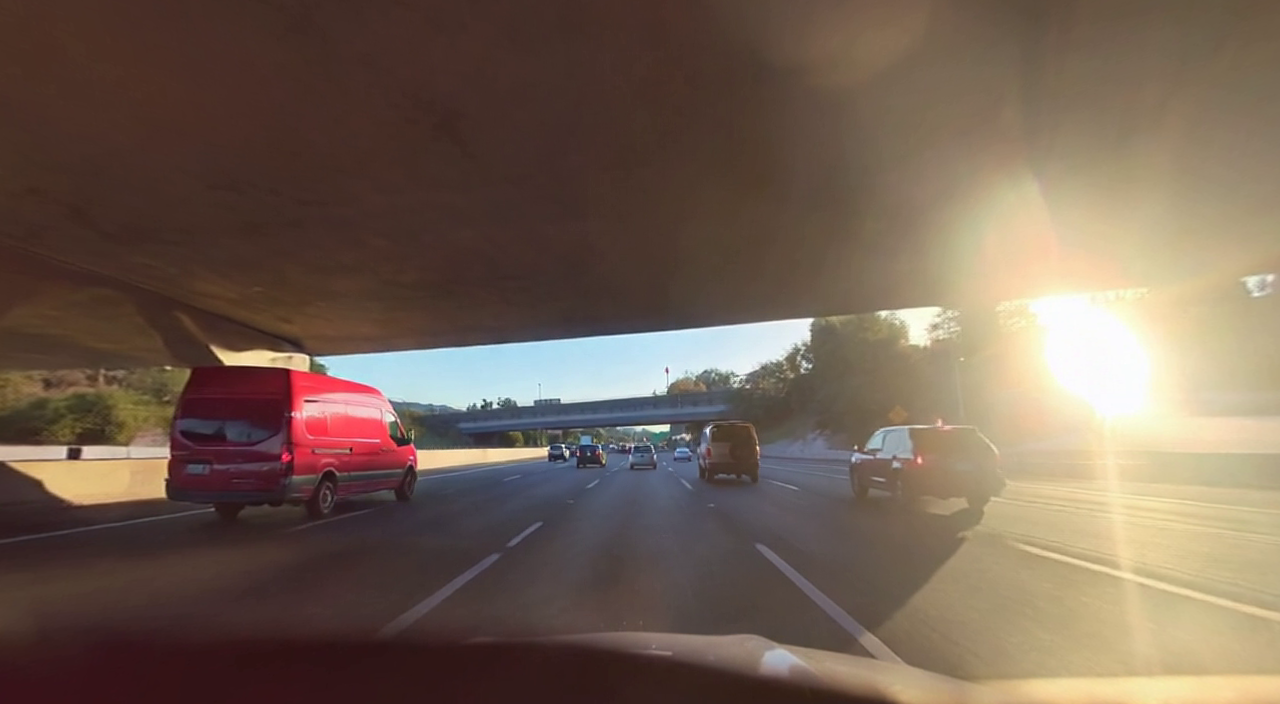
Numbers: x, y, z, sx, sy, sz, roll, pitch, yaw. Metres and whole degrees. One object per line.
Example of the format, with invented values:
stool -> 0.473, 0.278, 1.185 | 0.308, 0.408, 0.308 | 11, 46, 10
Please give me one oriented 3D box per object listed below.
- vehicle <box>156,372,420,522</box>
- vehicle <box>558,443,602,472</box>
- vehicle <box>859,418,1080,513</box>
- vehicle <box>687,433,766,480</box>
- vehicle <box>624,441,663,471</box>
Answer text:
vehicle -> -7.512, 2.185, 14.707 | 2.336, 2.708, 6.421 | 0, -8, 1
vehicle -> -3.280, 5.878, 35.384 | 1.970, 1.483, 4.071 | 0, -8, 2
vehicle -> 7.482, 2.653, 15.306 | 2.304, 1.840, 5.706 | 0, -8, 0
vehicle -> 3.707, 4.665, 28.407 | 2.777, 1.895, 5.710 | 0, -8, 0
vehicle -> 0.189, 5.996, 36.653 | 2.115, 1.617, 4.102 | 0, -8, 0
